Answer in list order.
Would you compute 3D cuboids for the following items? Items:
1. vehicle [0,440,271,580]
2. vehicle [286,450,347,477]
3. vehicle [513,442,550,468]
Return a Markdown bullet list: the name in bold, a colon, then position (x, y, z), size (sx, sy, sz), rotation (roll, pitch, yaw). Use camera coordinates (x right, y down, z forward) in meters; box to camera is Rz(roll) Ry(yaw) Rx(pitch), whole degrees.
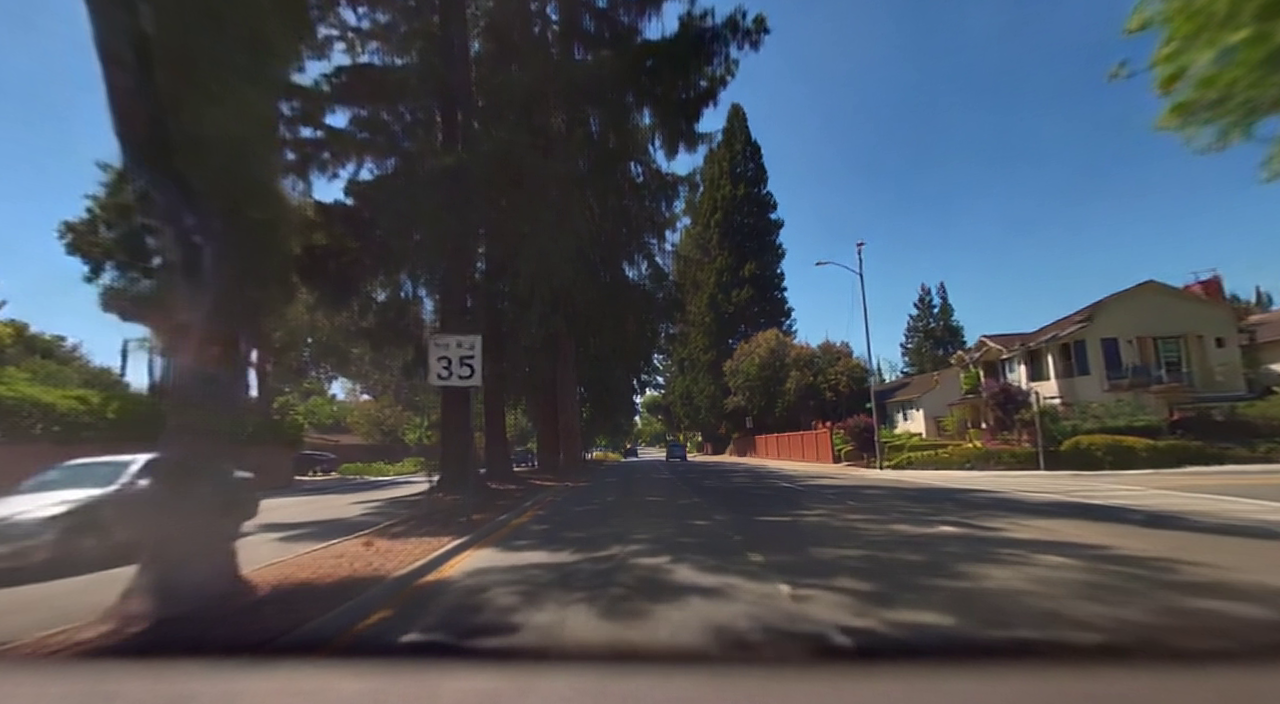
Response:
- **vehicle**: position (-8.462, 2.339, 10.331), size (2.054, 1.746, 4.507), rotation (0, -8, 1)
- **vehicle**: position (-21.682, 7.445, 42.557), size (1.860, 1.663, 4.418), rotation (0, -8, -1)
- **vehicle**: position (-8.093, 7.740, 47.622), size (1.964, 1.722, 4.403), rotation (-3, -8, 0)
